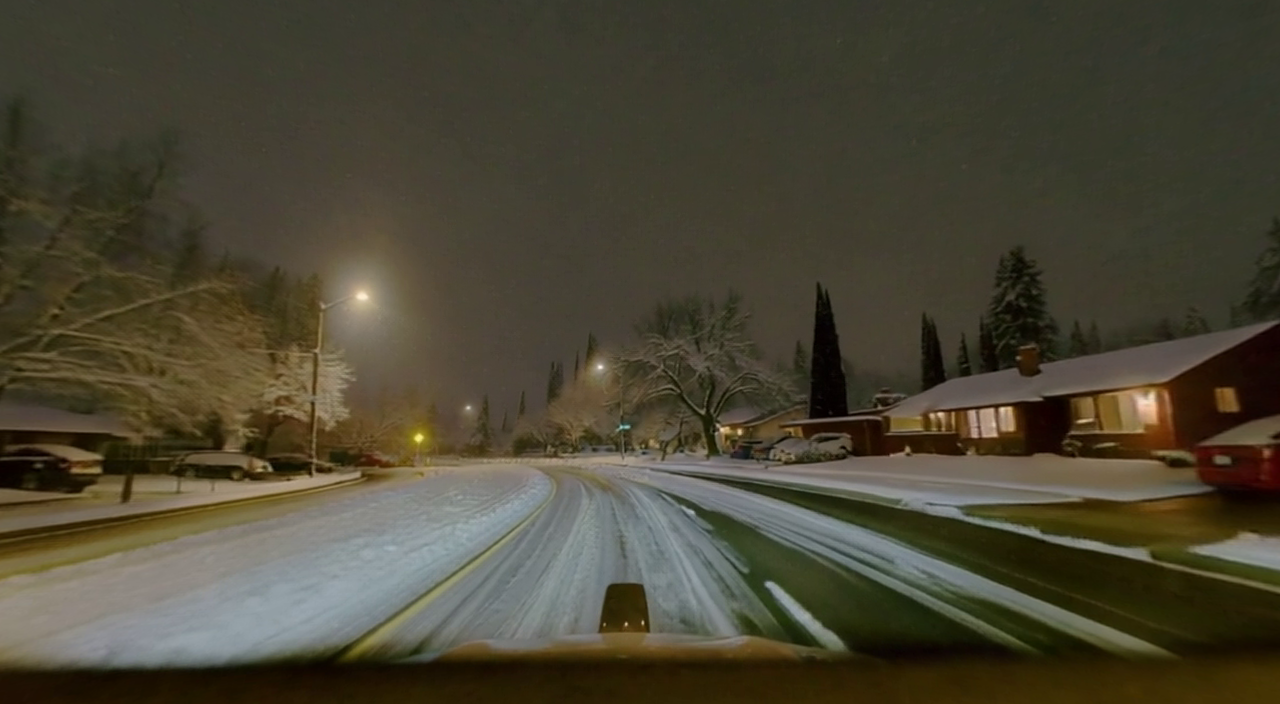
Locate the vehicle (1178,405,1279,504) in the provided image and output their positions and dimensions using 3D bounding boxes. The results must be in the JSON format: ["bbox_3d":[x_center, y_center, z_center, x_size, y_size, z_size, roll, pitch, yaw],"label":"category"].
[{"bbox_3d":[14.835,1.938,12.948,5.283,1.863,2.150,-4,-9,4],"label":"vehicle"}]

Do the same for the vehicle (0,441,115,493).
[{"bbox_3d":[-23.064,4.346,23.991,4.128,1.861,1.959,2,-9,-12],"label":"vehicle"}]

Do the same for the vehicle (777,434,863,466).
[{"bbox_3d":[11.196,6.137,39.485,4.693,1.764,2.265,-3,-9,5],"label":"vehicle"}]

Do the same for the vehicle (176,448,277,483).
[{"bbox_3d":[-22.093,6.063,33.861,3.899,1.729,2.064,1,-9,-9],"label":"vehicle"}]
